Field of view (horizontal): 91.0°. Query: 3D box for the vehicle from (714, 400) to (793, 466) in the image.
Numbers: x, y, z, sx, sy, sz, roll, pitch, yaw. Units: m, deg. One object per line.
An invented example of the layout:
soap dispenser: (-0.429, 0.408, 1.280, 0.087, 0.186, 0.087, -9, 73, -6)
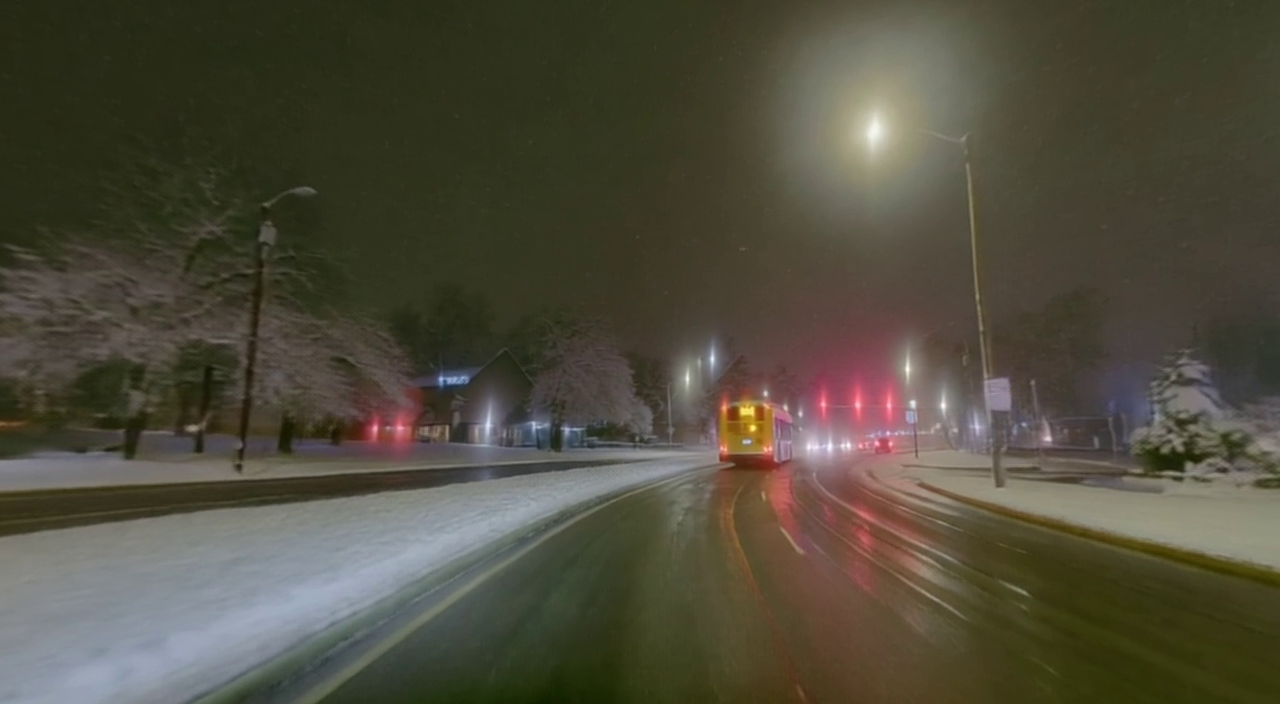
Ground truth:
vehicle: (7.232, 5.056, 38.532, 3.031, 3.429, 11.005, -3, -9, 18)
